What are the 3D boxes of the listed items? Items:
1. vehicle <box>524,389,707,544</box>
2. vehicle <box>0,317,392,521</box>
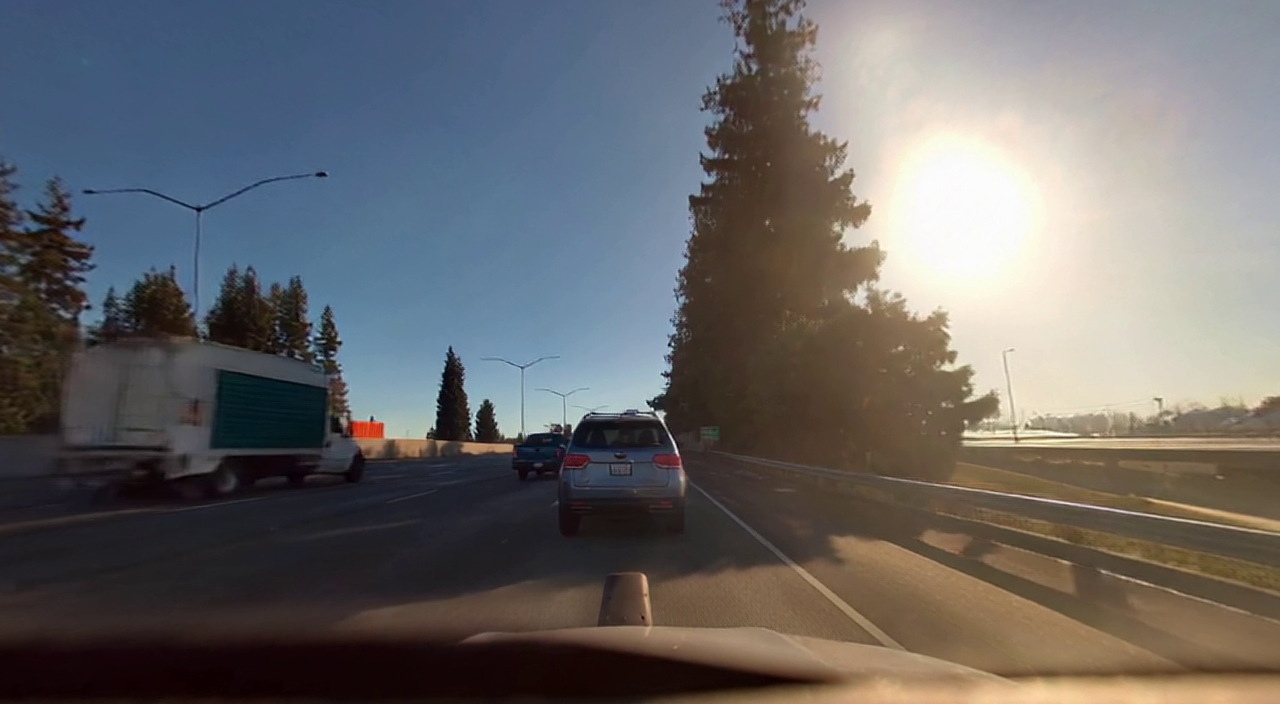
[{"bbox_3d":[-0.454,1.842,10.739,2.395,2.013,4.734,0,-8,-4],"label":"vehicle"},{"bbox_3d":[-10.958,2.060,17.410,3.347,3.686,12.113,0,-8,0],"label":"vehicle"}]
